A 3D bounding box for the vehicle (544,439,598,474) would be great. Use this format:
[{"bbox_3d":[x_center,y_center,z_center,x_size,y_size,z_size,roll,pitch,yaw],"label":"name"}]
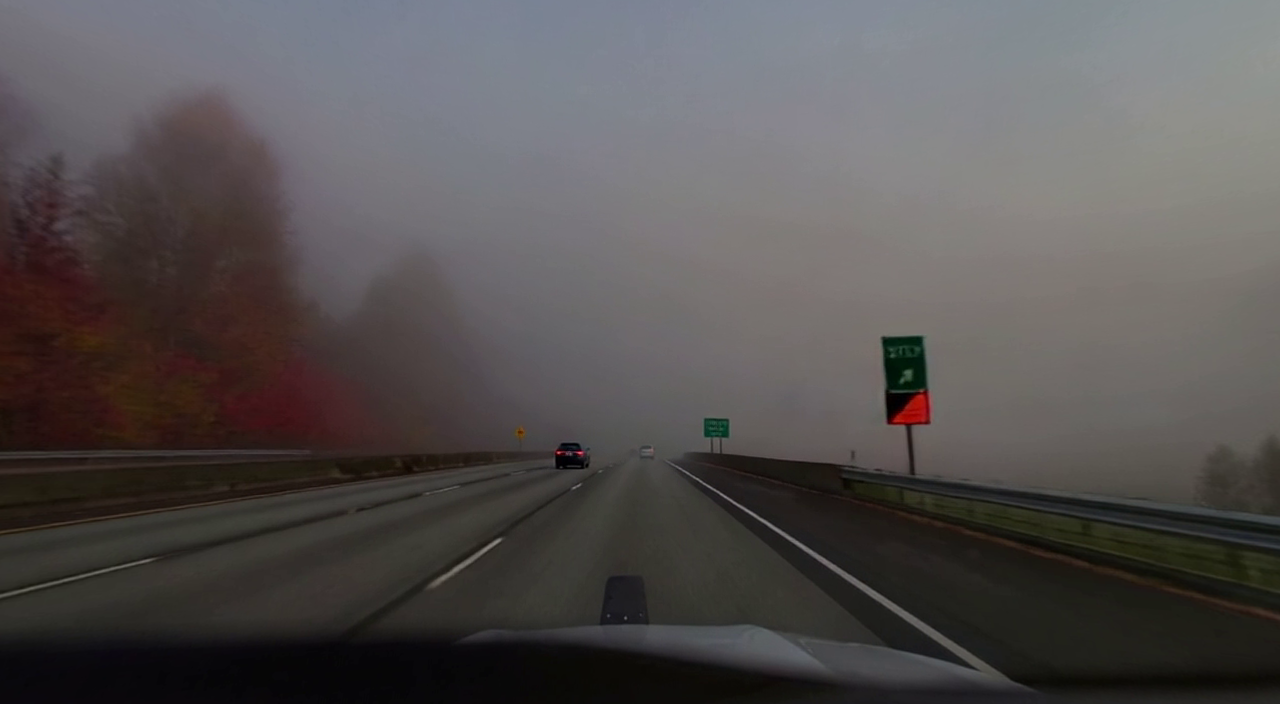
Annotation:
[{"bbox_3d":[-3.375,5.187,31.570,2.061,1.572,4.814,0,-8,1],"label":"vehicle"}]
